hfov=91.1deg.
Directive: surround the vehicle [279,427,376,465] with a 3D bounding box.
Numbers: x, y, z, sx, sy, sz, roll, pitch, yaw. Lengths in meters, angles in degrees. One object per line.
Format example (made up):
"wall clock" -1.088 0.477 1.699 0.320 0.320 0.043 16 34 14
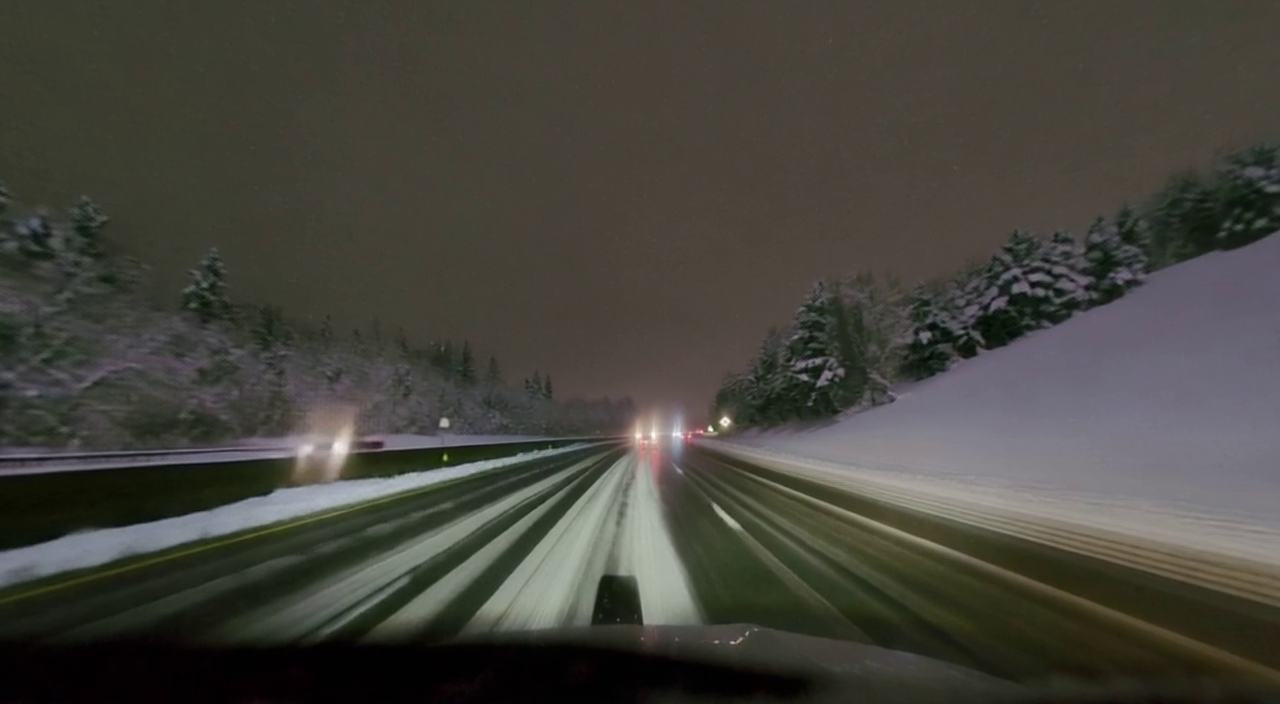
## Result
"vehicle" -15.070 4.569 30.700 2.048 1.687 5.274 0 -8 0
